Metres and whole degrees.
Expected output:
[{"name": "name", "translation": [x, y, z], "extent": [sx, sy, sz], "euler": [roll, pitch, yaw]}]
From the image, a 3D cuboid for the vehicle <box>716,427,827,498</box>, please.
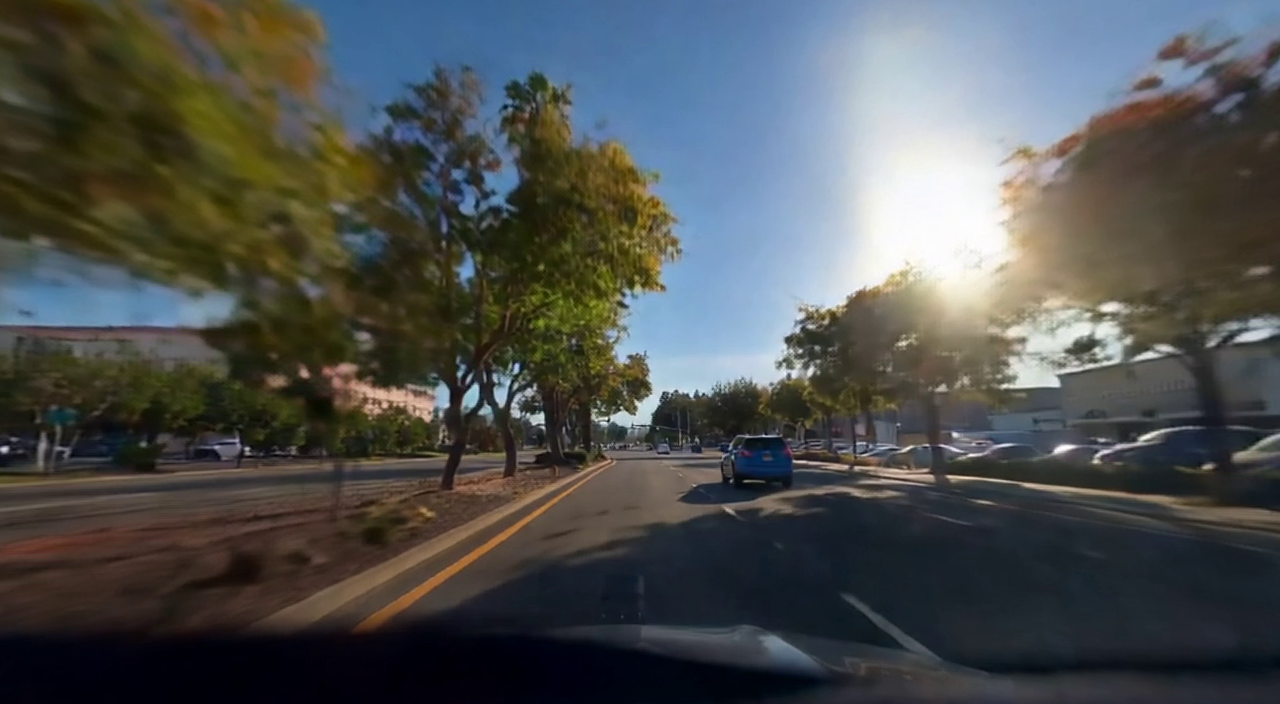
[{"name": "vehicle", "translation": [3.457, 3.009, 17.537], "extent": [2.072, 1.696, 4.177], "euler": [0, -8, -1]}]
